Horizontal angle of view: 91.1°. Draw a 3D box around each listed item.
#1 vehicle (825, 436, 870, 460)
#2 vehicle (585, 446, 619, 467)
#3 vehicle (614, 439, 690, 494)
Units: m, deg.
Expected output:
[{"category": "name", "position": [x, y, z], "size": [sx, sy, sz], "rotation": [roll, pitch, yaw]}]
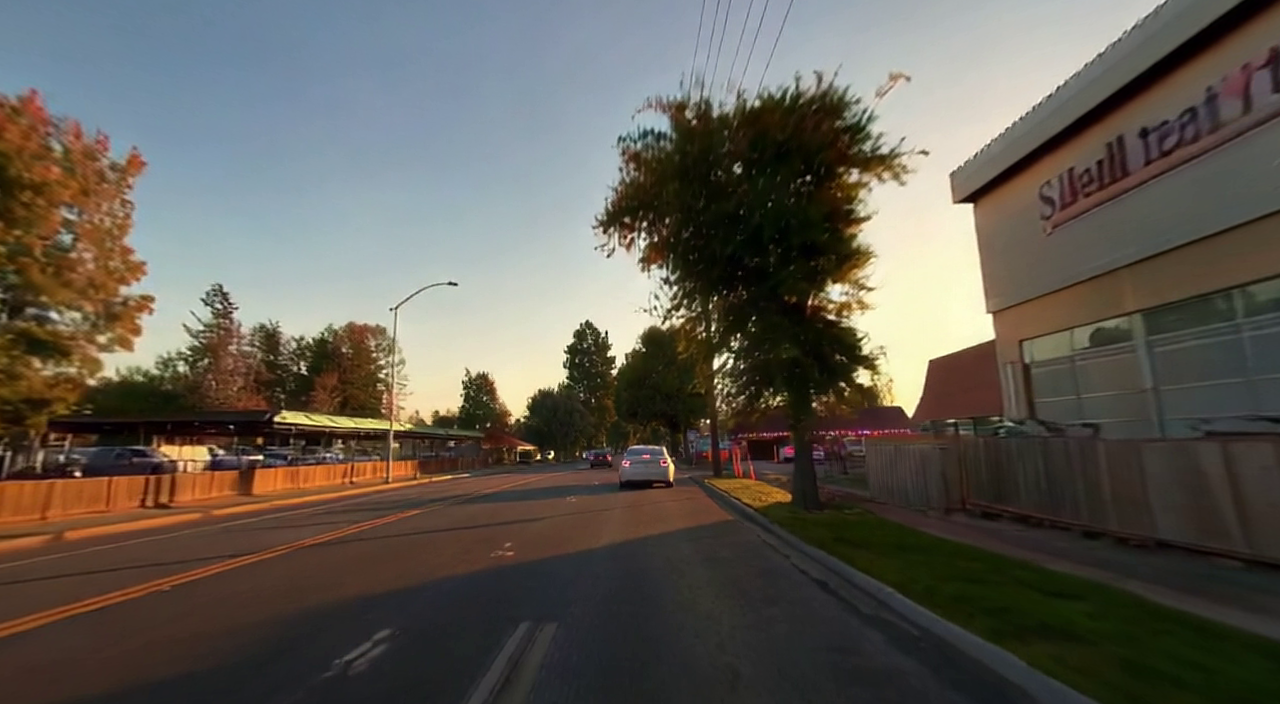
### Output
[{"category": "vehicle", "position": [16.374, 7.590, 49.705], "size": [2.101, 1.825, 4.700], "rotation": [-1, -9, 3]}, {"category": "vehicle", "position": [-2.804, 7.826, 47.100], "size": [2.208, 1.520, 4.358], "rotation": [0, -9, 1]}, {"category": "vehicle", "position": [0.310, 3.557, 19.787], "size": [2.144, 1.514, 4.063], "rotation": [0, -9, 0]}]
